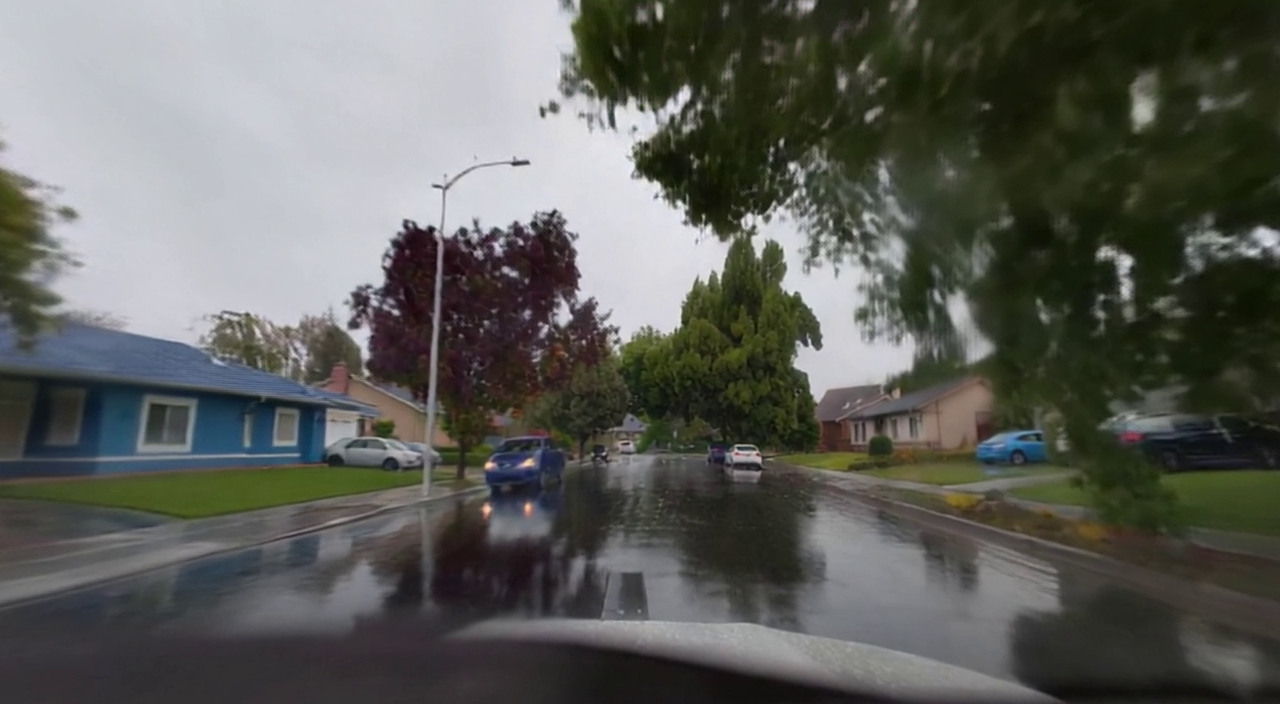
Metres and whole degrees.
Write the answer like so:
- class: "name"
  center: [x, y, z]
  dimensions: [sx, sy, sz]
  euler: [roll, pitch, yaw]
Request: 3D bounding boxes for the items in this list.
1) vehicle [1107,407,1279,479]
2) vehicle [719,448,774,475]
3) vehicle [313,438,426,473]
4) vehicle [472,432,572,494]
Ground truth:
- class: "vehicle"
  center: [14.939, 2.355, 16.425]
  dimensions: [4.384, 1.688, 1.956]
  euler: [2, -8, -13]
- class: "vehicle"
  center: [6.097, 6.357, 36.834]
  dimensions: [1.984, 1.437, 4.726]
  euler: [1, -9, -5]
- class: "vehicle"
  center: [-11.782, 4.521, 27.832]
  dimensions: [4.376, 1.458, 2.046]
  euler: [3, -8, -19]
- class: "vehicle"
  center: [-3.857, 3.685, 21.664]
  dimensions: [2.215, 1.859, 4.765]
  euler: [0, -8, 4]
